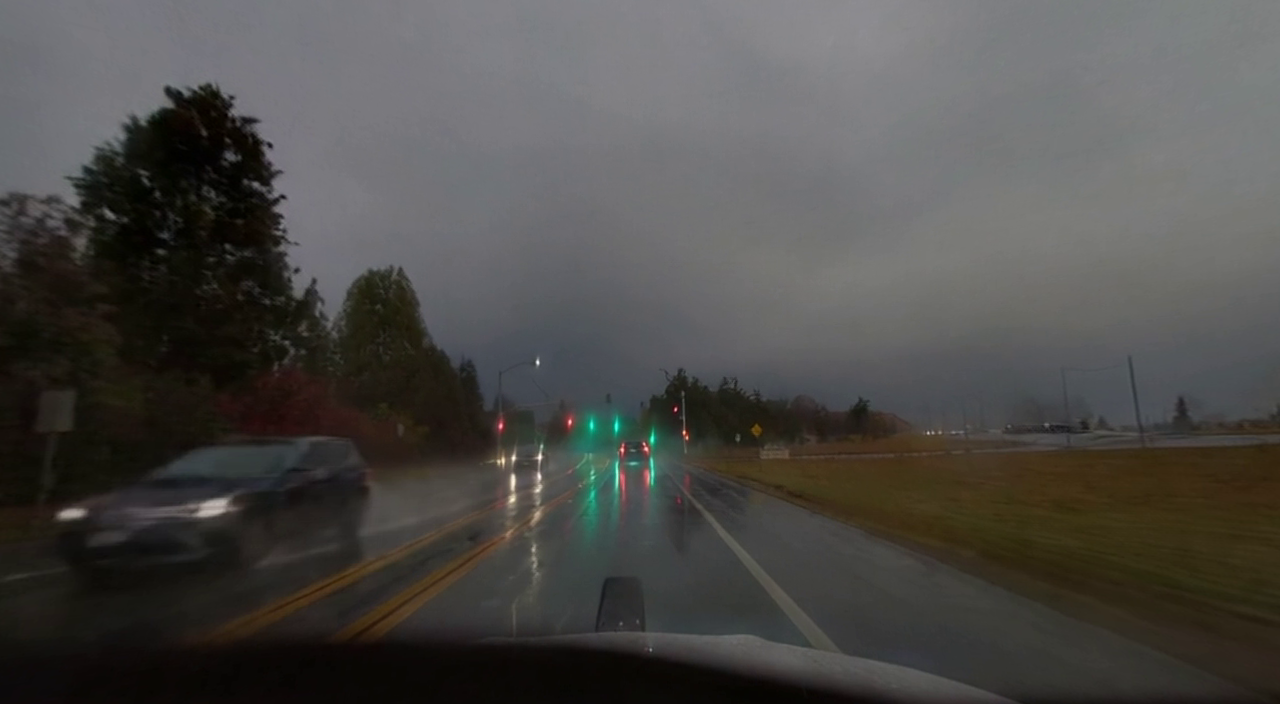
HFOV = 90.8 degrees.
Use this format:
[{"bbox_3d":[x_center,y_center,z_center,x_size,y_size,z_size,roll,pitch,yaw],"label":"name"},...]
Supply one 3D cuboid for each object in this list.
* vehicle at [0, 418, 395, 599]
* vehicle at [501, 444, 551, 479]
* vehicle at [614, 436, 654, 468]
[{"bbox_3d":[-5.360,1.878,8.550,2.347,1.720,4.687,0,-9,-2],"label":"vehicle"},{"bbox_3d":[-6.924,6.667,38.865,2.378,1.853,4.847,-3,-9,-3],"label":"vehicle"},{"bbox_3d":[-0.428,6.921,43.860,2.574,2.059,5.331,0,-9,-1],"label":"vehicle"}]
